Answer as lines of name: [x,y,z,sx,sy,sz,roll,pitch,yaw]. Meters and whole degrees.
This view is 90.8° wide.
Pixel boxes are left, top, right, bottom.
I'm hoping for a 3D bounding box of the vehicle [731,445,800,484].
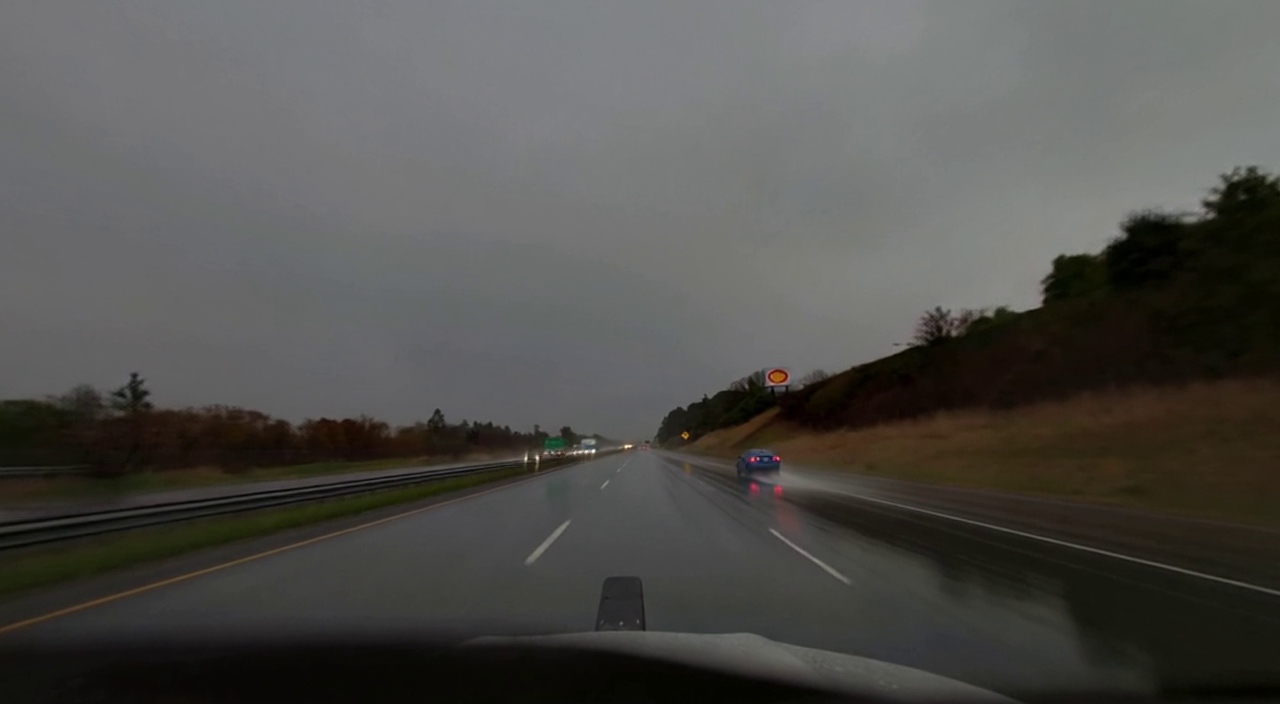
vehicle: [5.090,4.612,26.114,1.967,1.472,3.751,0,-9,-2]
